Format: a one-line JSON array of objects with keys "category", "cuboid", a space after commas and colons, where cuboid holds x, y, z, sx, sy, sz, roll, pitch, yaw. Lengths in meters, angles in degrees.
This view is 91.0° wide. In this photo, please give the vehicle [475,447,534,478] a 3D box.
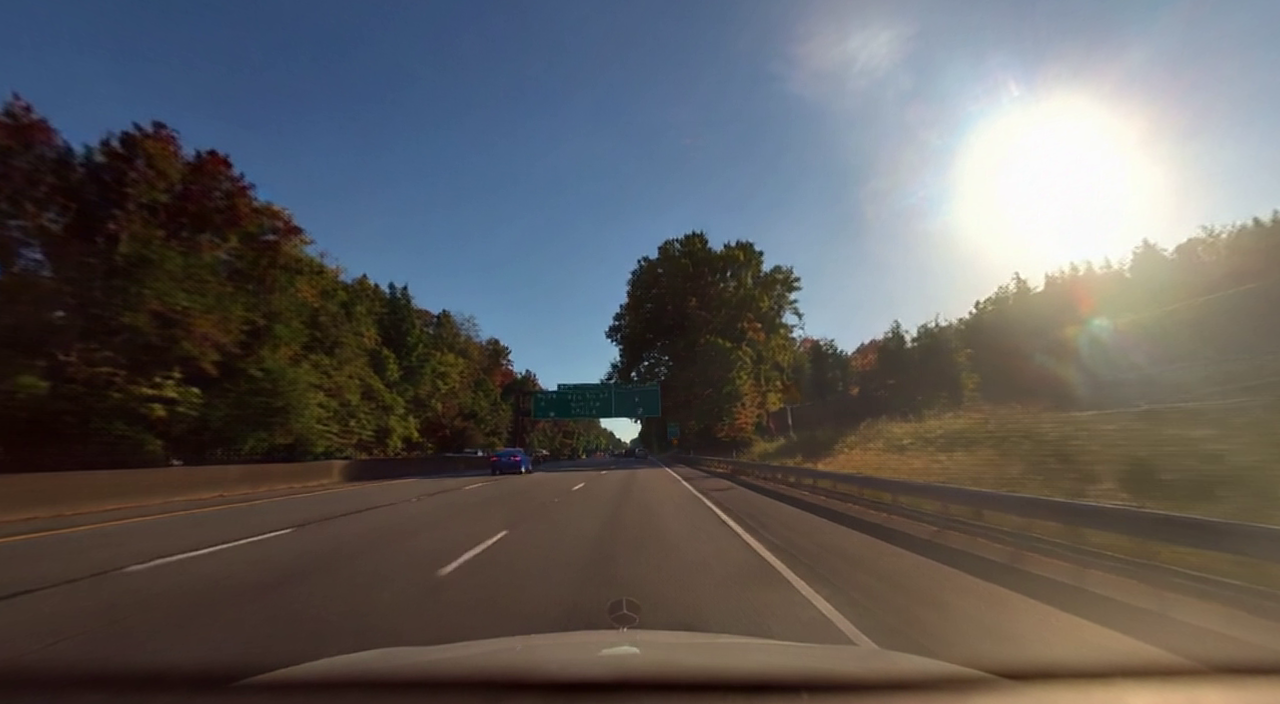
[{"category": "vehicle", "cuboid": [-7.325, 5.991, 34.557, 2.094, 1.579, 4.655, 0, -9, 1]}]

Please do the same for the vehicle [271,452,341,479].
[{"category": "vehicle", "cuboid": [-21.429, 7.290, 40.647, 1.968, 1.540, 4.471, 0, -9, 1]}]
